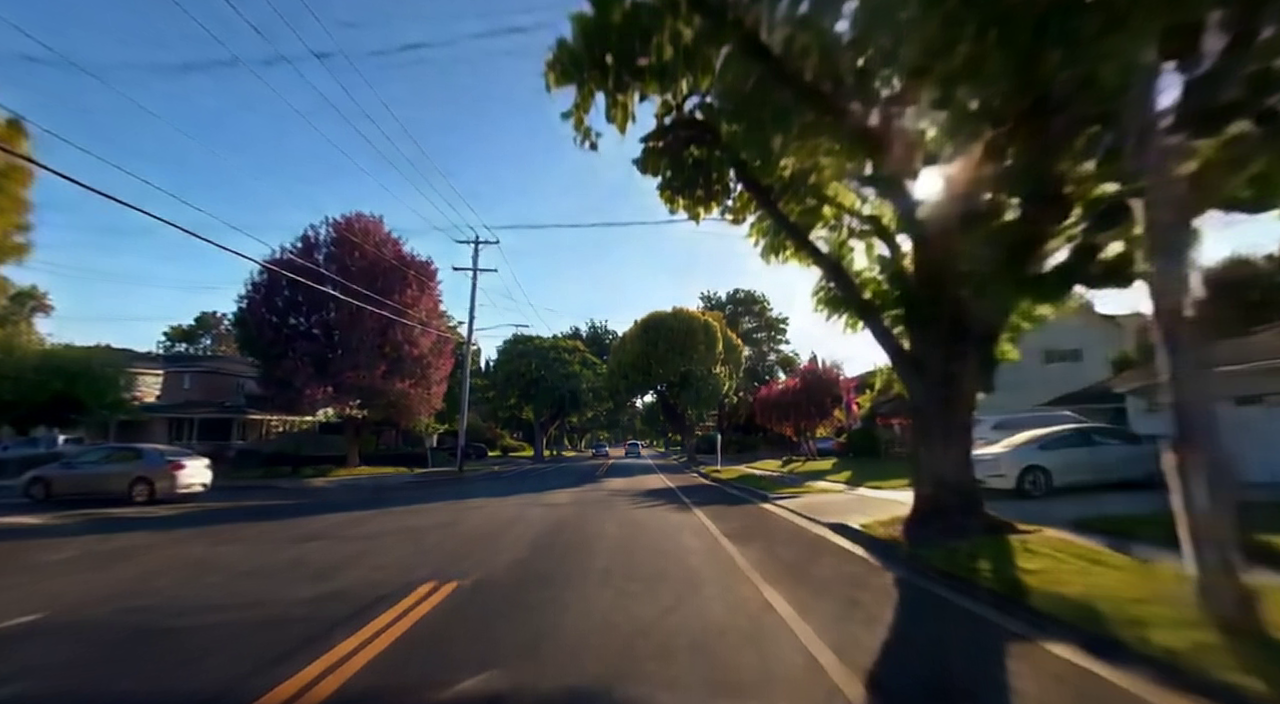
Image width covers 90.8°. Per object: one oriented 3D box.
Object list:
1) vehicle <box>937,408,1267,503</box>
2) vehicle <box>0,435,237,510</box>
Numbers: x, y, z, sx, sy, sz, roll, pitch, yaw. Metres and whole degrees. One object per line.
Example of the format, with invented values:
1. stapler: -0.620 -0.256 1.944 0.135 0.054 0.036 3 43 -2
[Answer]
1. vehicle: 9.048 2.087 12.918 4.953 1.704 1.952 -2 -9 11
2. vehicle: -14.360 3.214 17.139 5.217 1.866 2.342 0 -8 1
